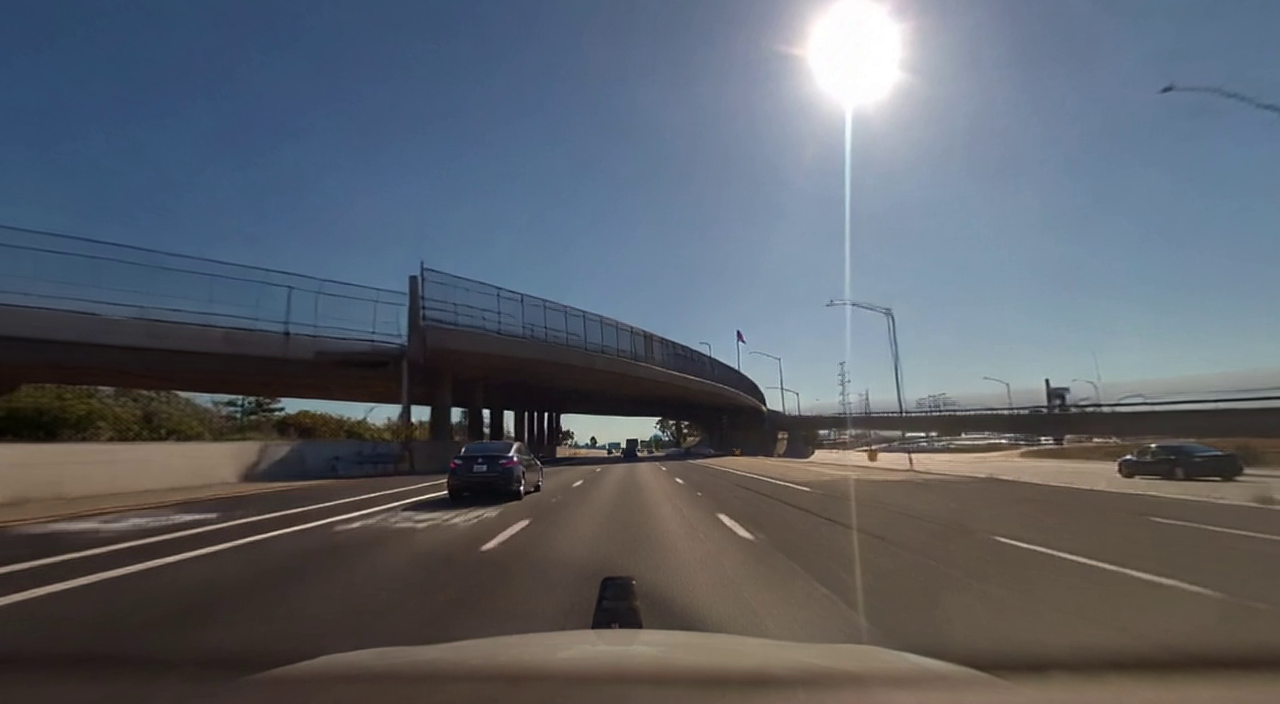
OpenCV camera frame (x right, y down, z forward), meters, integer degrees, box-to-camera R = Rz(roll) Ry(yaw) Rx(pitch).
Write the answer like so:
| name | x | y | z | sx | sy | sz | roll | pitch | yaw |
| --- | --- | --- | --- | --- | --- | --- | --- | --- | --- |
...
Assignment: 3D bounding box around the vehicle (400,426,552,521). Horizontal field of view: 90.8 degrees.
| name | x | y | z | sx | sy | sz | roll | pitch | yaw |
| --- | --- | --- | --- | --- | --- | --- | --- | --- | --- |
| vehicle | -3.286 | 2.529 | 13.681 | 2.178 | 1.699 | 4.321 | 0 | -8 | -1 |
